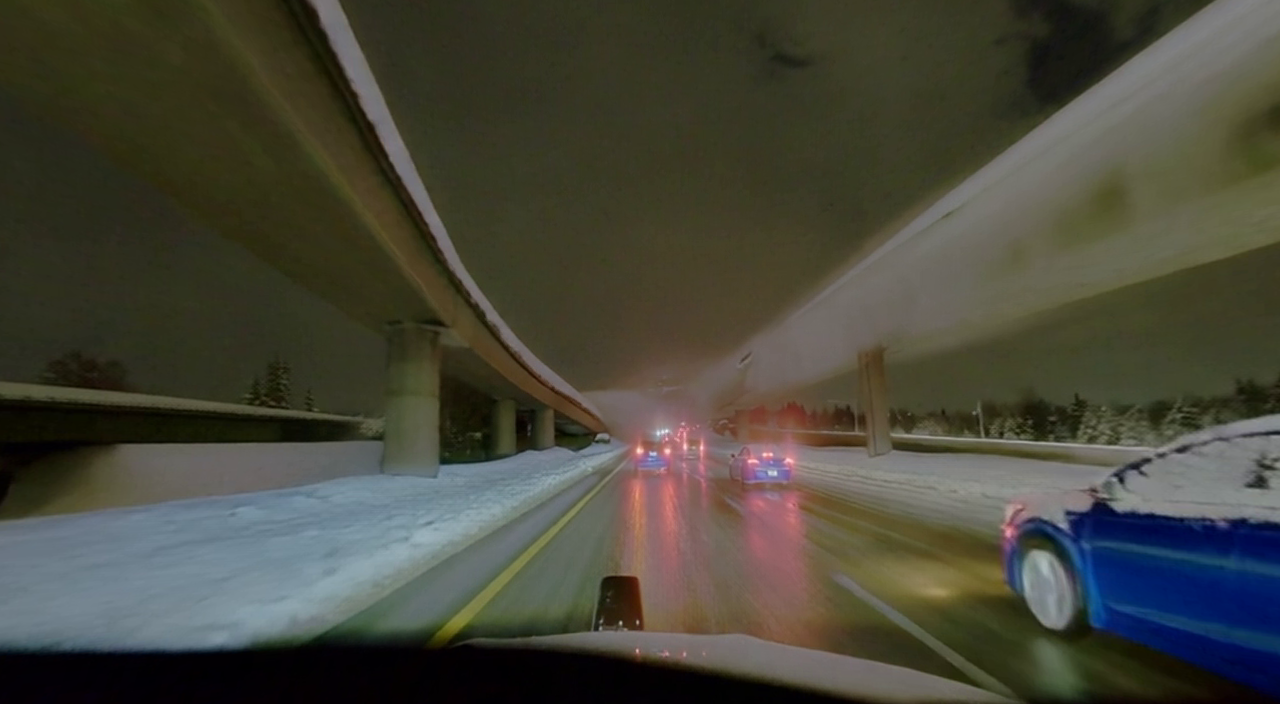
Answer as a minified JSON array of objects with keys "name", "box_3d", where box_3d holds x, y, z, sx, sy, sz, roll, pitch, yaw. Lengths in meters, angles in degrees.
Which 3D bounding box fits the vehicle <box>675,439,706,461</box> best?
[{"name":"vehicle","box_3d":[3.947,7.733,49.760,2.047,1.700,4.069,0,-9,-1]}]

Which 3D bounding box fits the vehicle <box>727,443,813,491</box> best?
[{"name":"vehicle","box_3d":[4.385,3.940,21.959,2.047,1.500,4.017,1,-9,-2]}]

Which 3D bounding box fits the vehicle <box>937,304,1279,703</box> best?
[{"name":"vehicle","box_3d":[4.106,0.861,3.215,2.404,2.014,5.655,0,-9,0]}]

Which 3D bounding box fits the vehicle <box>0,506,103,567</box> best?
[{"name":"vehicle","box_3d":[-22.921,6.785,23.376,1.920,1.675,4.655,1,-9,-3]}]

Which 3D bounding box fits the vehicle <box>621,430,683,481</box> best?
[{"name":"vehicle","box_3d":[0.458,4.162,25.493,2.264,1.841,4.583,0,-9,0]}]

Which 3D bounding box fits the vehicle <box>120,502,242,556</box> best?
[{"name":"vehicle","box_3d":[-19.132,7.356,26.518,1.939,1.689,4.298,1,-9,-1]}]
